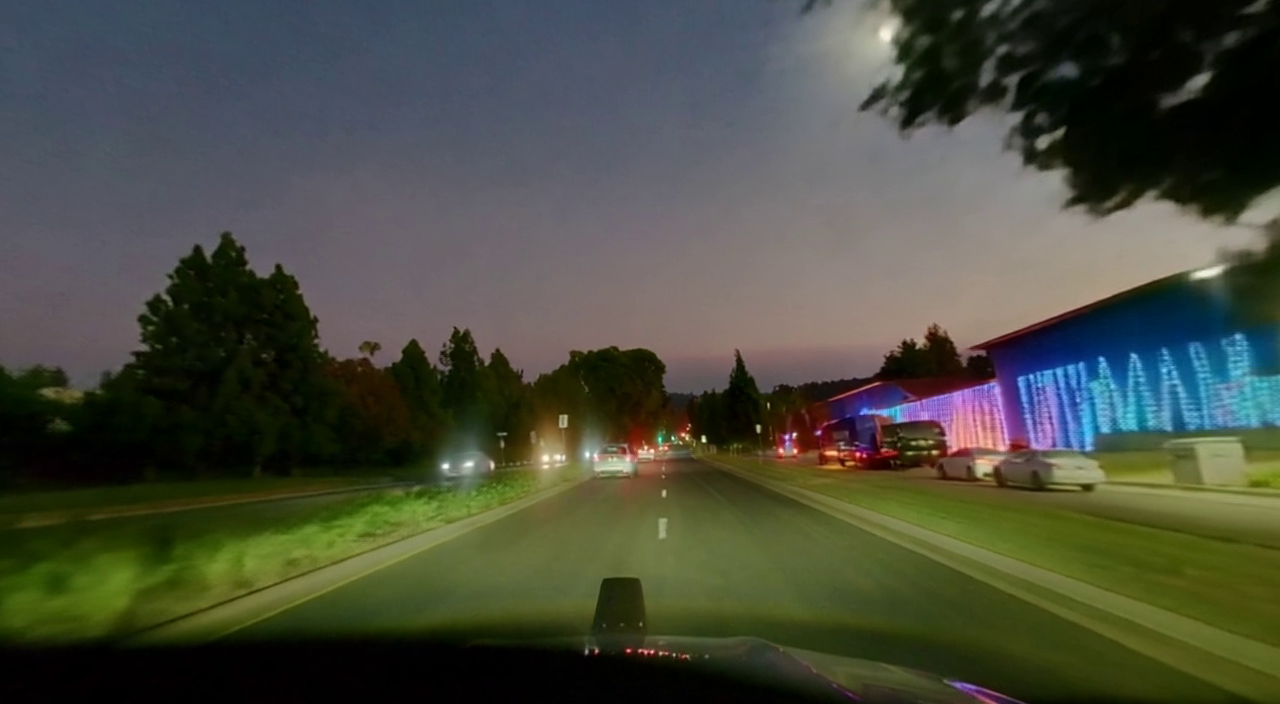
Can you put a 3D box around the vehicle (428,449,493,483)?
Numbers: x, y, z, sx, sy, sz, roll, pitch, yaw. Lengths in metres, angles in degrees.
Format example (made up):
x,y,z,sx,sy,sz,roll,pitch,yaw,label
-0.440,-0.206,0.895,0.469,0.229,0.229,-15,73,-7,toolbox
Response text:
x,y,z,sx,sy,sz,roll,pitch,yaw,label
-10.015,6.371,35.610,1.997,1.775,4.585,-1,-8,4,vehicle

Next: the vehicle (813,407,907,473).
x,y,z,sx,sy,sz,roll,pitch,yaw,label
14.353,5.907,42.302,2.794,3.710,10.785,-3,-8,3,vehicle

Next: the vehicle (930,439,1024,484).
x,y,z,sx,sy,sz,roll,pitch,yaw,label
13.482,4.364,25.485,1.686,1.467,3.955,-5,-7,3,vehicle

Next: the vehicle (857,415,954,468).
x,y,z,sx,sy,sz,roll,pitch,yaw,label
13.565,4.661,32.892,2.507,2.441,6.959,-1,-8,5,vehicle

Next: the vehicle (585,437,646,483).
x,y,z,sx,sy,sz,roll,pitch,yaw,label
-0.892,4.387,25.884,2.129,1.713,4.314,0,-8,3,vehicle

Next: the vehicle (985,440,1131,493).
x,y,z,sx,sy,sz,roll,pitch,yaw,label
13.054,3.582,20.076,1.852,1.457,4.351,0,-8,3,vehicle
